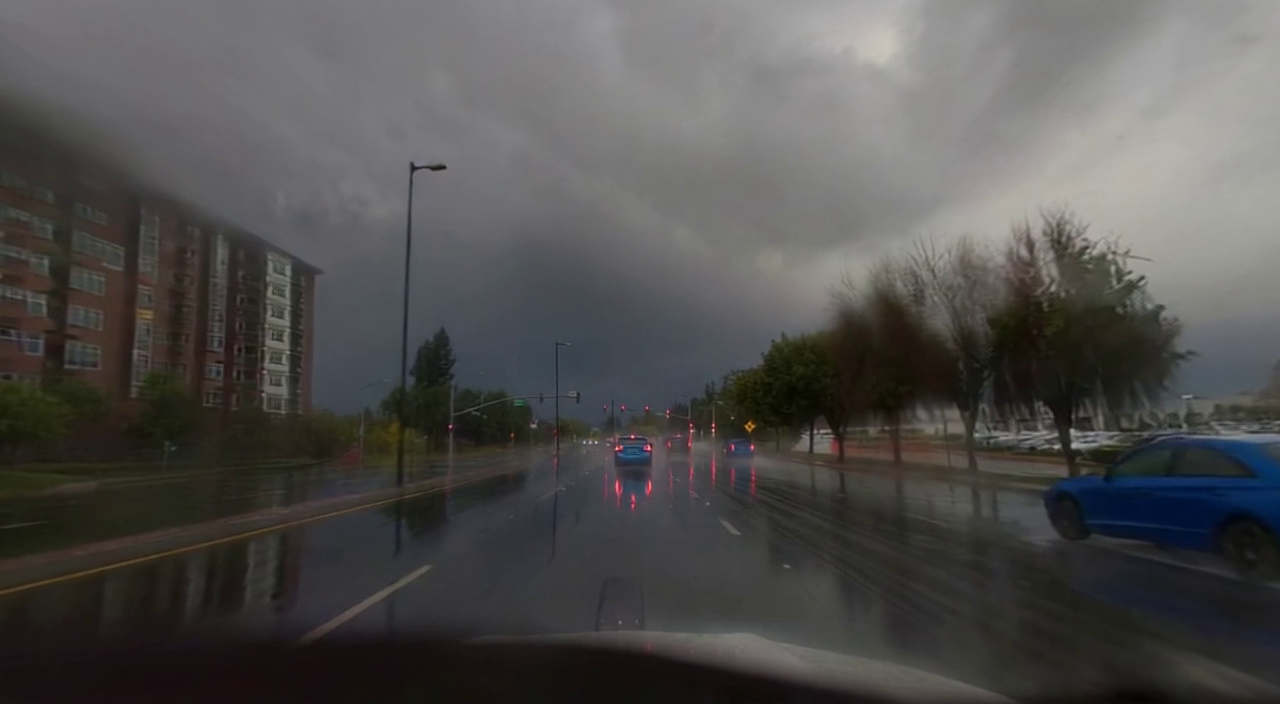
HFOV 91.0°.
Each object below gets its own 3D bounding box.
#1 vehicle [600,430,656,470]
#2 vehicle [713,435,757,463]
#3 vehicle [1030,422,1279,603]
[{"bbox_3d":[-0.571,5.158,33.161,2.682,1.908,5.706,0,-9,0],"label":"vehicle"},{"bbox_3d":[6.508,6.737,43.629,2.136,1.799,4.796,1,-9,-2],"label":"vehicle"},{"bbox_3d":[6.297,1.511,6.383,1.997,1.480,4.100,0,-9,-1],"label":"vehicle"}]
